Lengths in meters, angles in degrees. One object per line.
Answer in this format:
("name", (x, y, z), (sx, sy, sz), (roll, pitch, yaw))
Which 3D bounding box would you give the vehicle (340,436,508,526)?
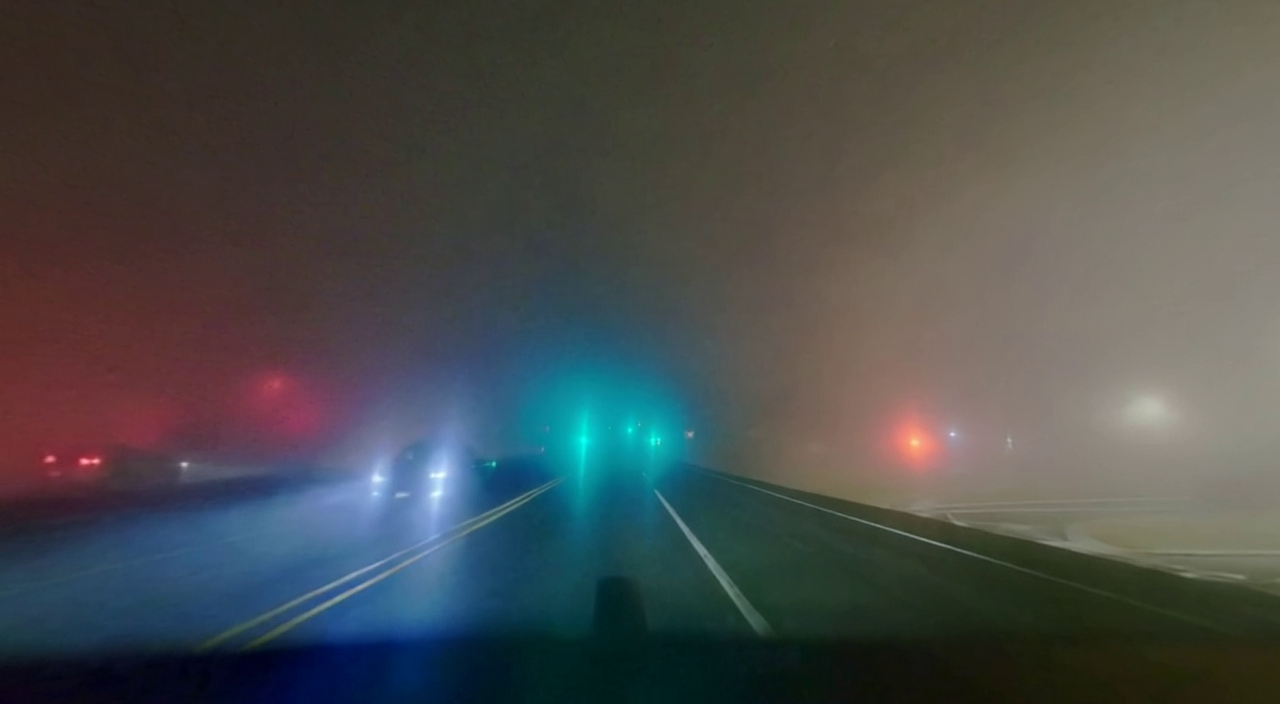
("vehicle", (-4.113, 2.492, 12.747), (1.722, 1.523, 3.736), (-1, -8, 6))

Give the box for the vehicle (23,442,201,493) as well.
("vehicle", (-17.520, 3.838, 21.337), (2.036, 1.525, 4.677), (0, -9, -1))
